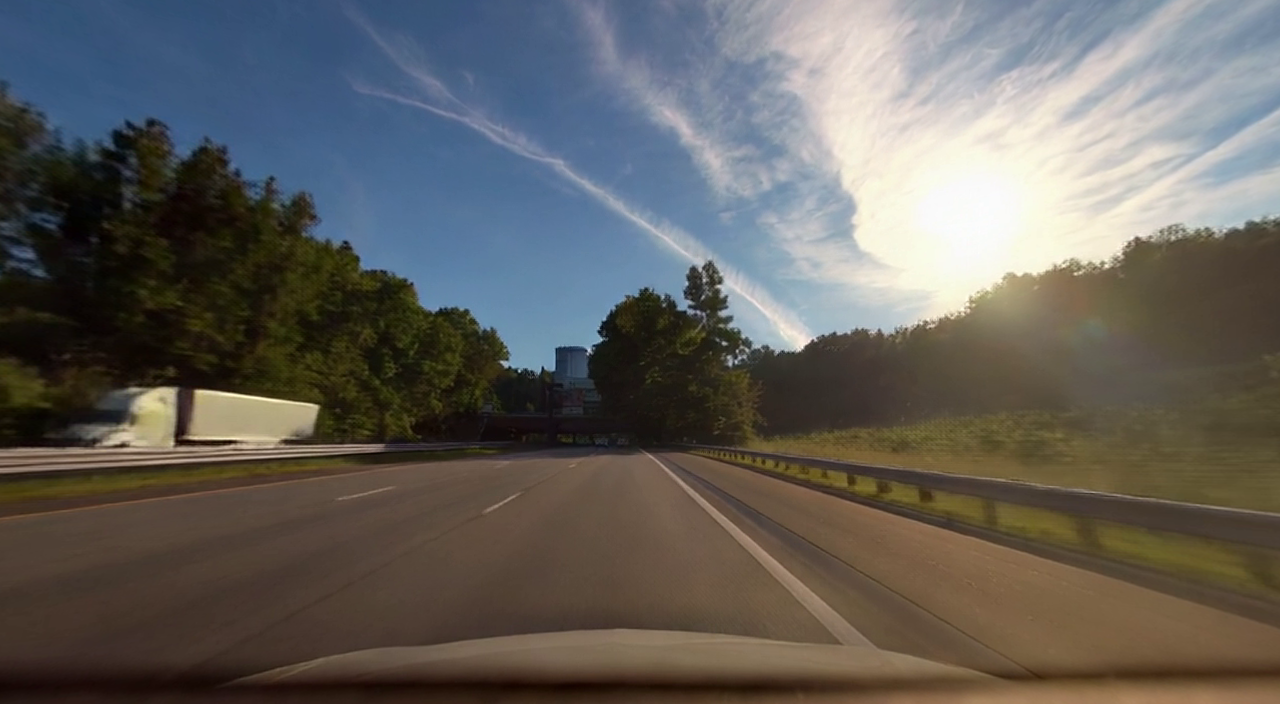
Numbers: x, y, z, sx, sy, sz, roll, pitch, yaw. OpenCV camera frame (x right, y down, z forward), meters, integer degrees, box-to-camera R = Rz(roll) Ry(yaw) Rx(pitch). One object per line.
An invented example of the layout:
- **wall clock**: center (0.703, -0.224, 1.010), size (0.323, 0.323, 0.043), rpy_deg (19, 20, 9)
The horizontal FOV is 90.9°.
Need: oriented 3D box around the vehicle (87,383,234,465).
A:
- **vehicle**: center (-25.023, 3.841, 33.362), size (3.013, 3.897, 6.007), rpy_deg (0, -8, -2)
